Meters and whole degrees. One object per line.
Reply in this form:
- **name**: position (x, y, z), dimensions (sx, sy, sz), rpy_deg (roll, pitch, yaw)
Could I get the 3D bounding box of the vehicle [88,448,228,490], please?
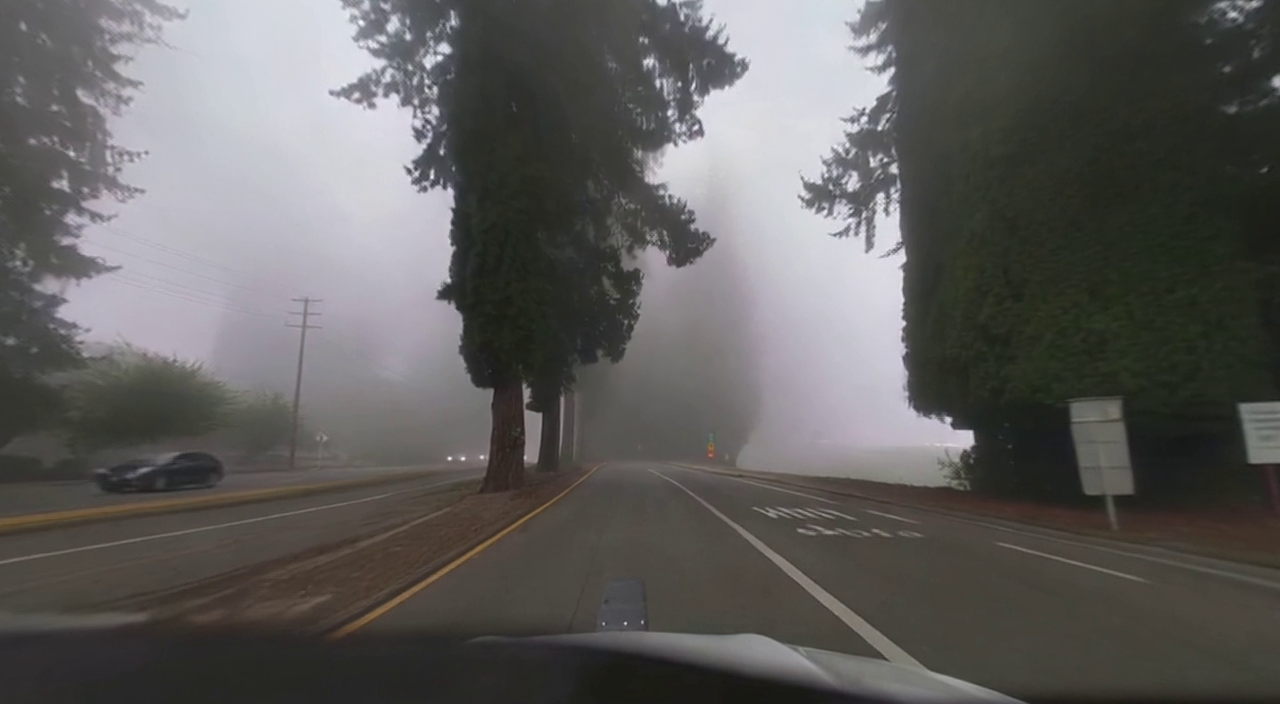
- **vehicle**: position (-19.656, 4.748, 26.039), dimensions (2.099, 1.504, 4.721), rpy_deg (0, -8, -1)
